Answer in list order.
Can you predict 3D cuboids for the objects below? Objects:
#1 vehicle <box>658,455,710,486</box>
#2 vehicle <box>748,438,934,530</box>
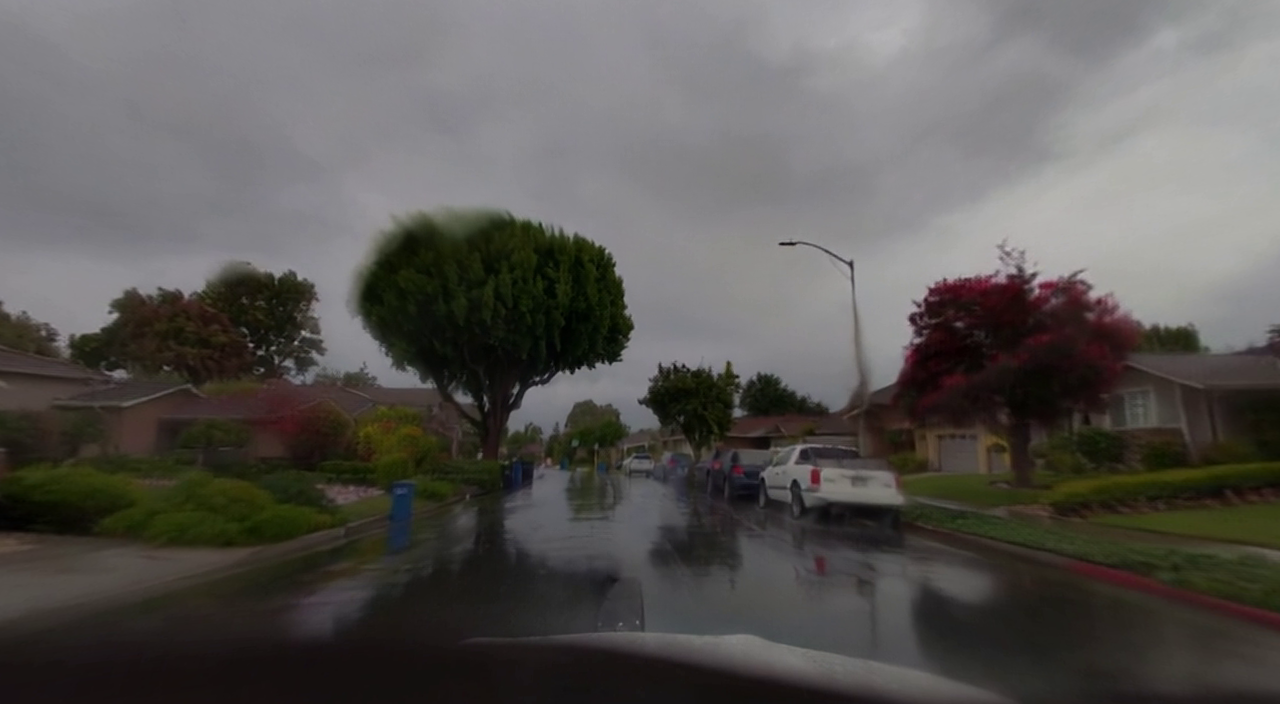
[{"bbox_3d":[2.774,7.675,41.150,2.111,1.771,4.942,2,-9,-12],"label":"vehicle"},{"bbox_3d":[4.875,3.374,16.803,2.715,1.900,6.163,2,-10,-2],"label":"vehicle"}]
